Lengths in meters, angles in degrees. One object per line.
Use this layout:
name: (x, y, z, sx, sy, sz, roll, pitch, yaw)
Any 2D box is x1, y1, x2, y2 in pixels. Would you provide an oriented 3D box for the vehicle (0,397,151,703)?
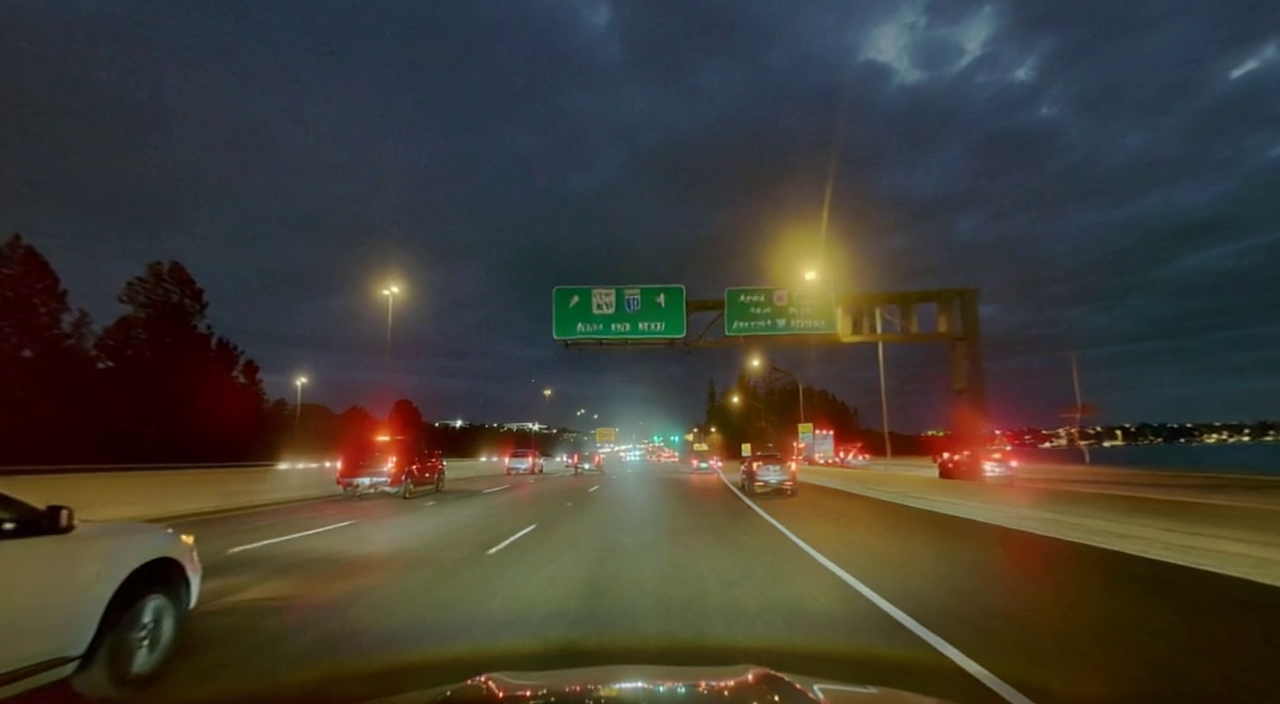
vehicle: (-3.983, 0.764, 1.433, 2.027, 1.547, 4.511, 0, -9, 1)

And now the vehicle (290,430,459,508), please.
vehicle: (-7.336, 3.292, 18.314, 2.250, 1.870, 5.647, 0, -9, 2)

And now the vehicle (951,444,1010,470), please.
vehicle: (22.781, 7.001, 42.334, 1.883, 1.596, 5.181, -1, -9, 10)

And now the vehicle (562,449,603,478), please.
vehicle: (-3.621, 7.131, 40.626, 2.132, 1.708, 4.571, 0, -9, 1)

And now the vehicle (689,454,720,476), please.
vehicle: (4.759, 8.384, 46.985, 2.153, 1.510, 4.646, 0, -9, 4)
